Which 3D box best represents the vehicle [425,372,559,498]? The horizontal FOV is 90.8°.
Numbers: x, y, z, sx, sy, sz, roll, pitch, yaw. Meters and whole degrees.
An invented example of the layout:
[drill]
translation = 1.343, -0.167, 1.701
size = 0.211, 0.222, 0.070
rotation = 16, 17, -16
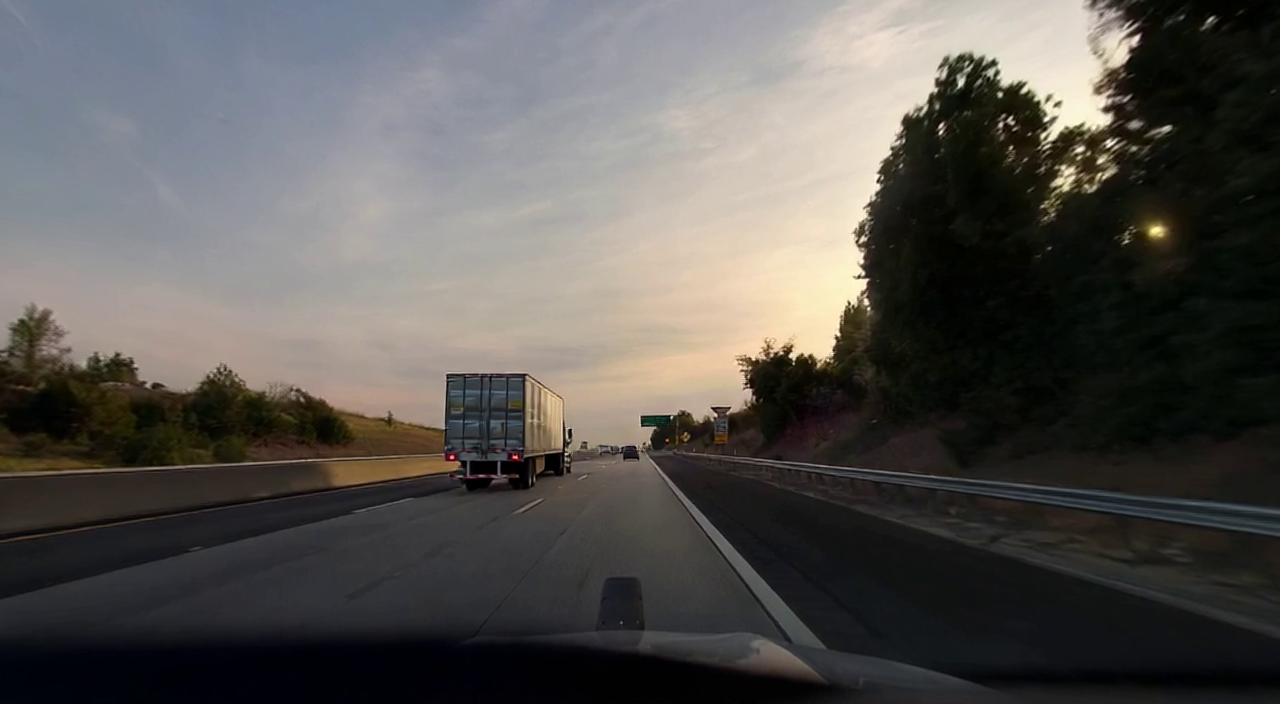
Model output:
[vehicle]
translation = -4.529, 2.829, 21.043
size = 2.707, 3.461, 7.191
rotation = 0, -9, 0
